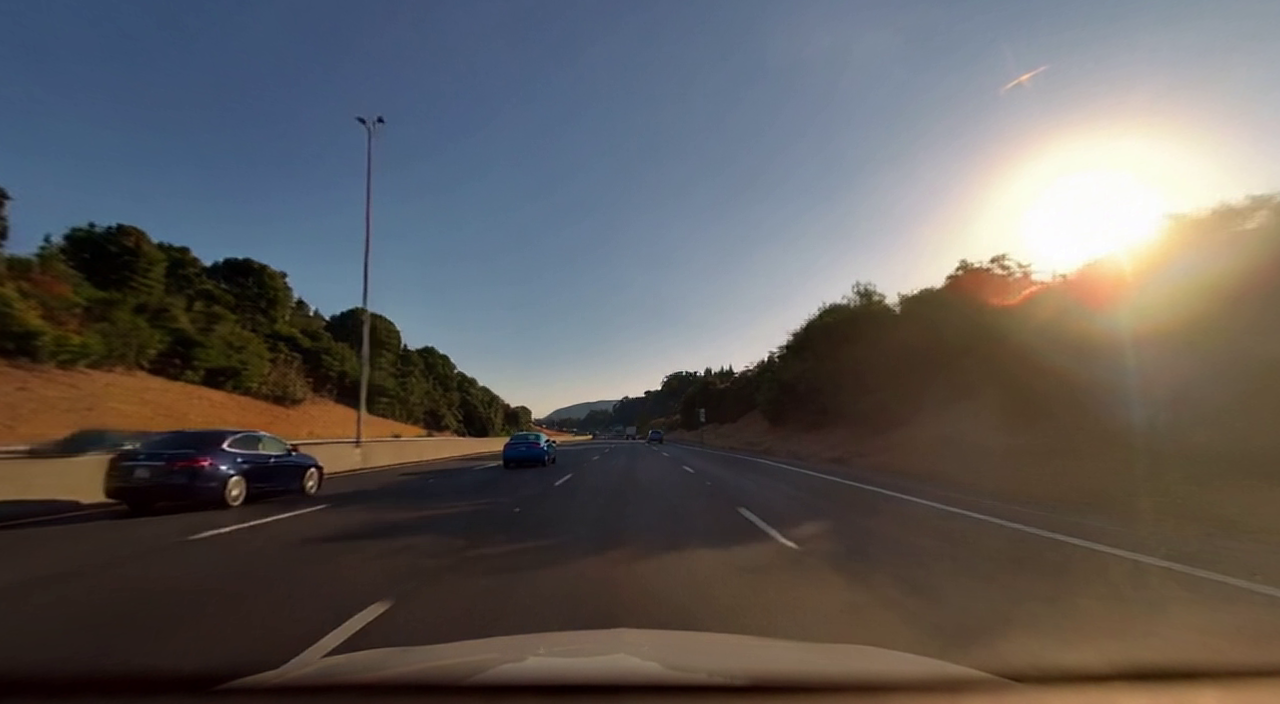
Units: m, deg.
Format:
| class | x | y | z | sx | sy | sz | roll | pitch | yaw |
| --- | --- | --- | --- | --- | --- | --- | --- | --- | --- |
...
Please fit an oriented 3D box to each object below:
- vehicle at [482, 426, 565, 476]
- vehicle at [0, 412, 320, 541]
| class | x | y | z | sx | sy | sz | roll | pitch | yaw |
| --- | --- | --- | --- | --- | --- | --- | --- | --- | --- |
| vehicle | -3.829 | 3.314 | 21.487 | 2.026 | 1.517 | 4.325 | 0 | -7 | 0 |
| vehicle | -7.261 | 1.801 | 9.965 | 1.983 | 1.535 | 4.652 | 0 | -7 | -1 |
